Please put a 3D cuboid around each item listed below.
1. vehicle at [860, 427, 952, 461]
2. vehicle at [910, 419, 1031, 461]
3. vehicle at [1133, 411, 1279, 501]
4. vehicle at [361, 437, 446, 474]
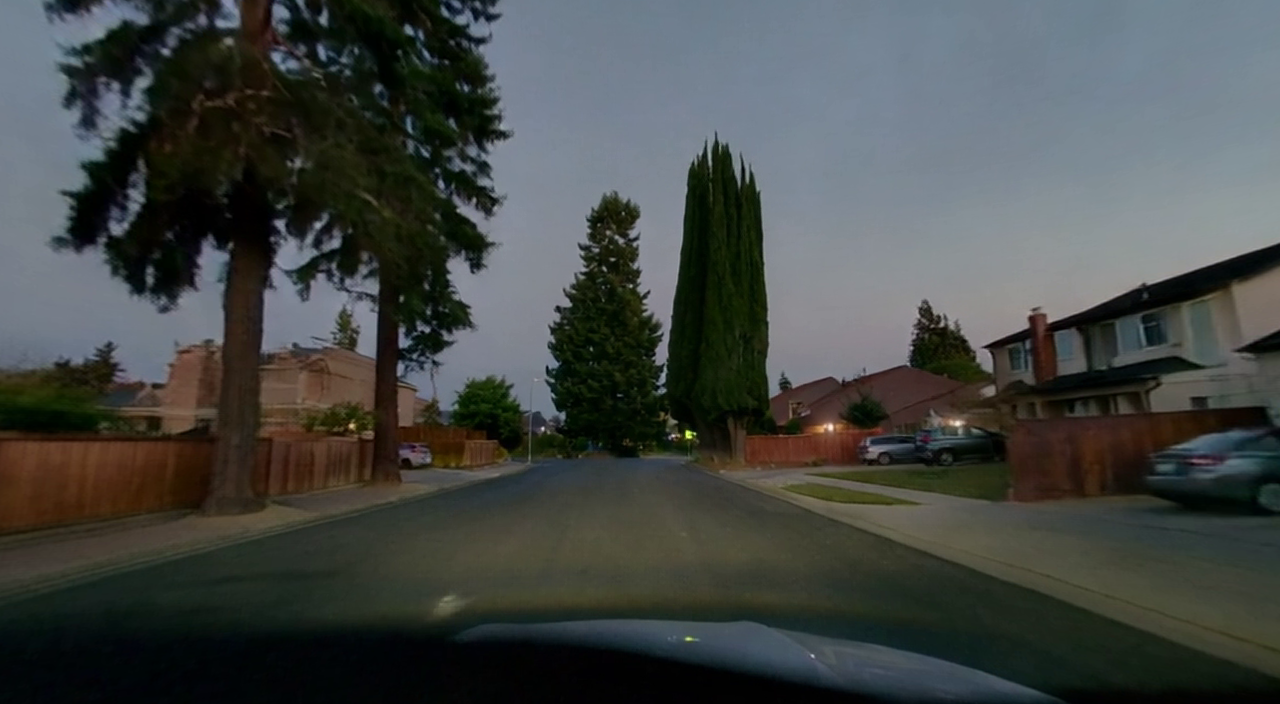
[{"bbox_3d":[12.978,4.544,31.063,3.780,1.601,2.025,-2,-9,13],"label":"vehicle"},{"bbox_3d":[14.285,3.866,27.599,4.261,1.725,1.955,-2,-9,16],"label":"vehicle"},{"bbox_3d":[11.756,1.819,11.211,4.415,1.457,1.797,0,-9,2],"label":"vehicle"},{"bbox_3d":[-12.680,5.497,33.774,4.656,1.835,2.039,-7,-11,37],"label":"vehicle"}]
